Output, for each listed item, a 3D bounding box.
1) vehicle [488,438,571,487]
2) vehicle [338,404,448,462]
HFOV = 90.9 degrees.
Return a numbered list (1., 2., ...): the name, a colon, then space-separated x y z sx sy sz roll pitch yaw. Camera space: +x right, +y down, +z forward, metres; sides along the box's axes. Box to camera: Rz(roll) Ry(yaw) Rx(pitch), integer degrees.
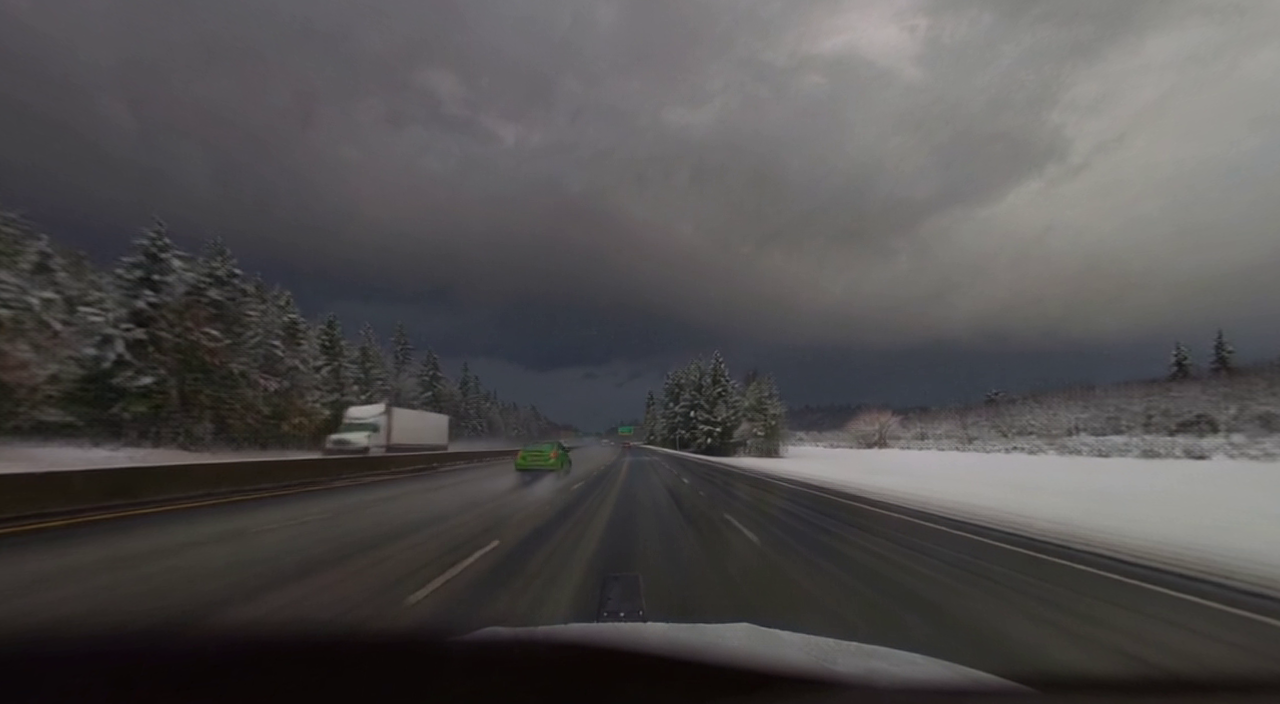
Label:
1. vehicle: -3.863 3.967 22.937 2.083 1.560 4.713 0 -9 1
2. vehicle: -17.690 6.191 46.781 2.973 3.650 13.844 0 -9 -2
